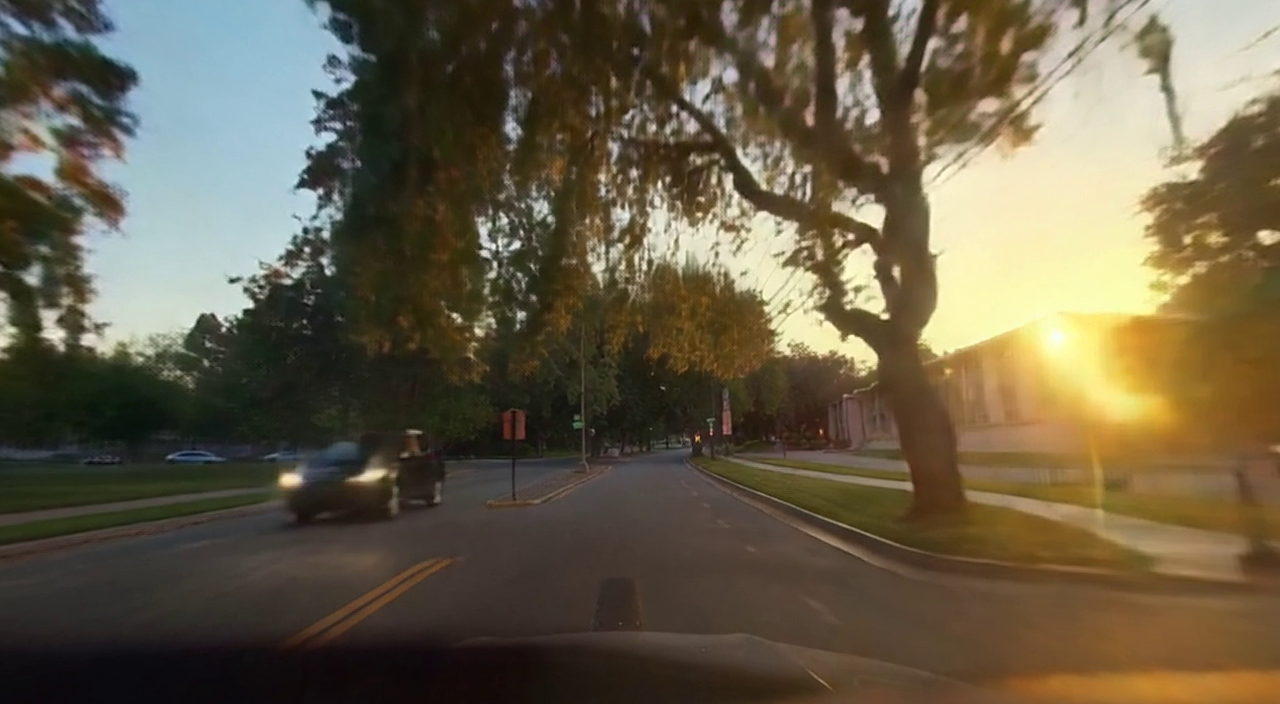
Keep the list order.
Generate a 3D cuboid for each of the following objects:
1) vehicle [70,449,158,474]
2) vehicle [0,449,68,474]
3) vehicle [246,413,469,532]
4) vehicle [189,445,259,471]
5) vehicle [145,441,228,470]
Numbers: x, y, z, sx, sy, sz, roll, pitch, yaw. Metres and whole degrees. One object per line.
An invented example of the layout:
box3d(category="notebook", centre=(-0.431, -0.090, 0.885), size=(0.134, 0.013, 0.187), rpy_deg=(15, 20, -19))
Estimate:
box3d(category="vehicle", centre=(-33.914, 7.021, 40.862), size=(1.785, 1.493, 4.343), rpy_deg=(-1, -8, 3))
box3d(category="vehicle", centre=(-39.343, 7.046, 40.489), size=(1.666, 1.471, 3.630), rpy_deg=(1, -12, 3))
box3d(category="vehicle", centre=(-5.443, 2.413, 13.304), size=(2.252, 1.936, 5.538), rpy_deg=(0, -8, -1))
box3d(category="vehicle", centre=(-26.340, 6.711, 40.177), size=(1.641, 1.505, 4.016), rpy_deg=(-1, -9, 2))
box3d(category="vehicle", centre=(-28.725, 6.564, 40.209), size=(1.977, 1.701, 4.396), rpy_deg=(0, -8, 1))
